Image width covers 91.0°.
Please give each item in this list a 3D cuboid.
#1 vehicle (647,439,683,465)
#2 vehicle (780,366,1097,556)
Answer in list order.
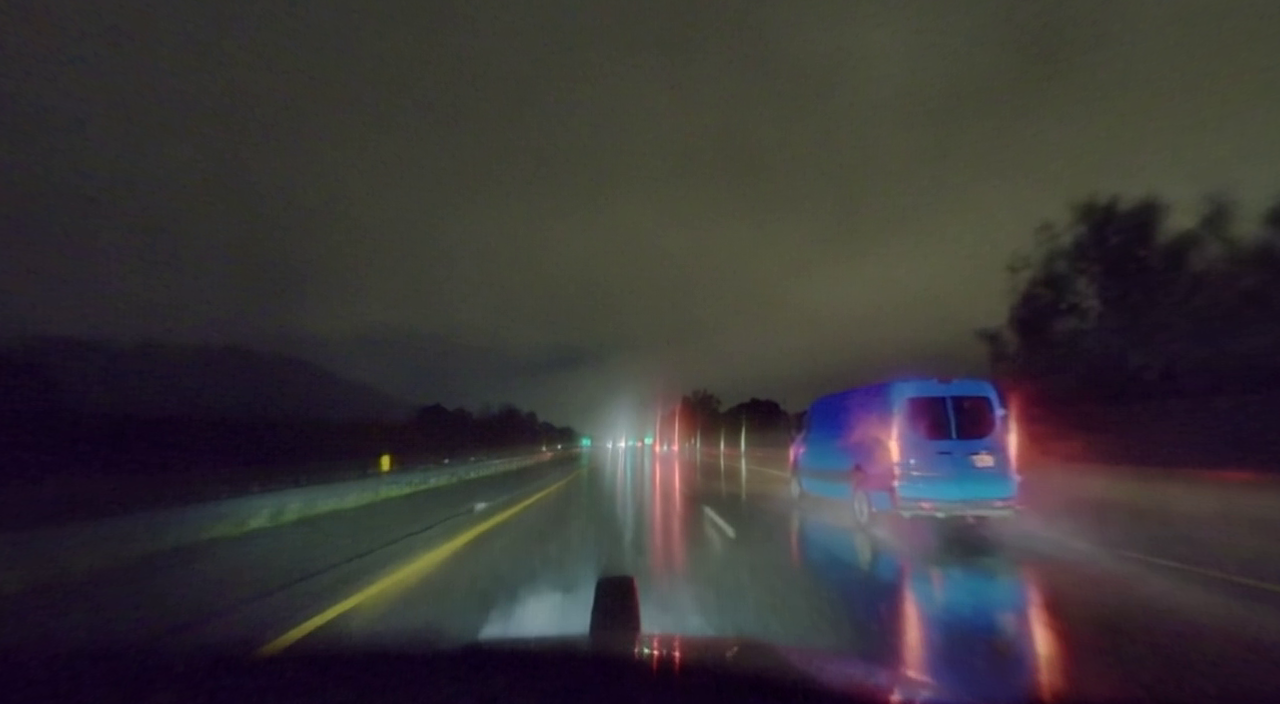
[{"bbox_3d":[1.505,6.128,38.801,2.005,1.466,3.739,-1,-8,0],"label":"vehicle"},{"bbox_3d":[3.803,1.519,9.310,2.269,2.048,4.679,-1,-8,-1],"label":"vehicle"}]
